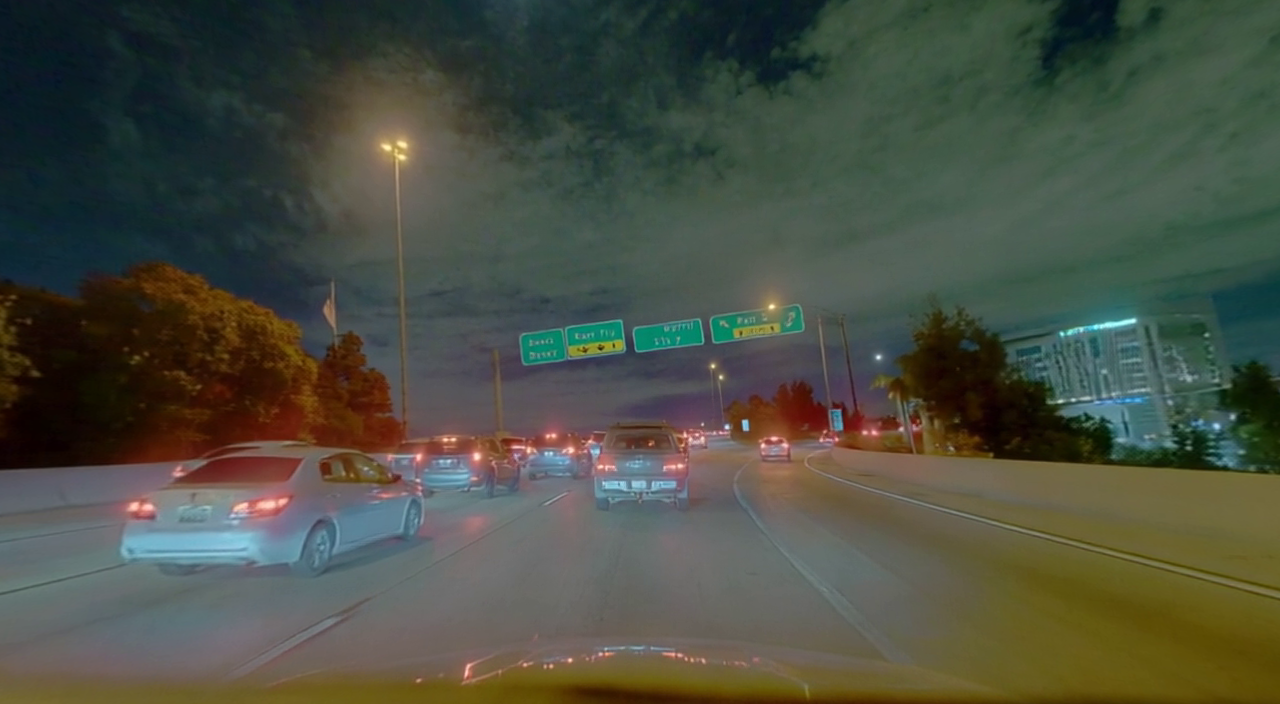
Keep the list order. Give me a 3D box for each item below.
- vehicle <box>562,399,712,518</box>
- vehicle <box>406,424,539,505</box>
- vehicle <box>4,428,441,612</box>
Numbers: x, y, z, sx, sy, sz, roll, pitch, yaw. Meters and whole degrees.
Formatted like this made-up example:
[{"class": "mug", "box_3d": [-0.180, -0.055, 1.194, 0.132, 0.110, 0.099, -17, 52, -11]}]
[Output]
[{"class": "vehicle", "box_3d": [0.027, 2.305, 14.060, 2.616, 2.063, 5.933, 0, -9, 2]}, {"class": "vehicle", "box_3d": [-4.023, 2.791, 16.021, 1.953, 1.729, 4.377, 0, -9, 3]}, {"class": "vehicle", "box_3d": [-4.101, 1.690, 7.330, 2.087, 1.481, 4.225, 0, -9, 2]}]
